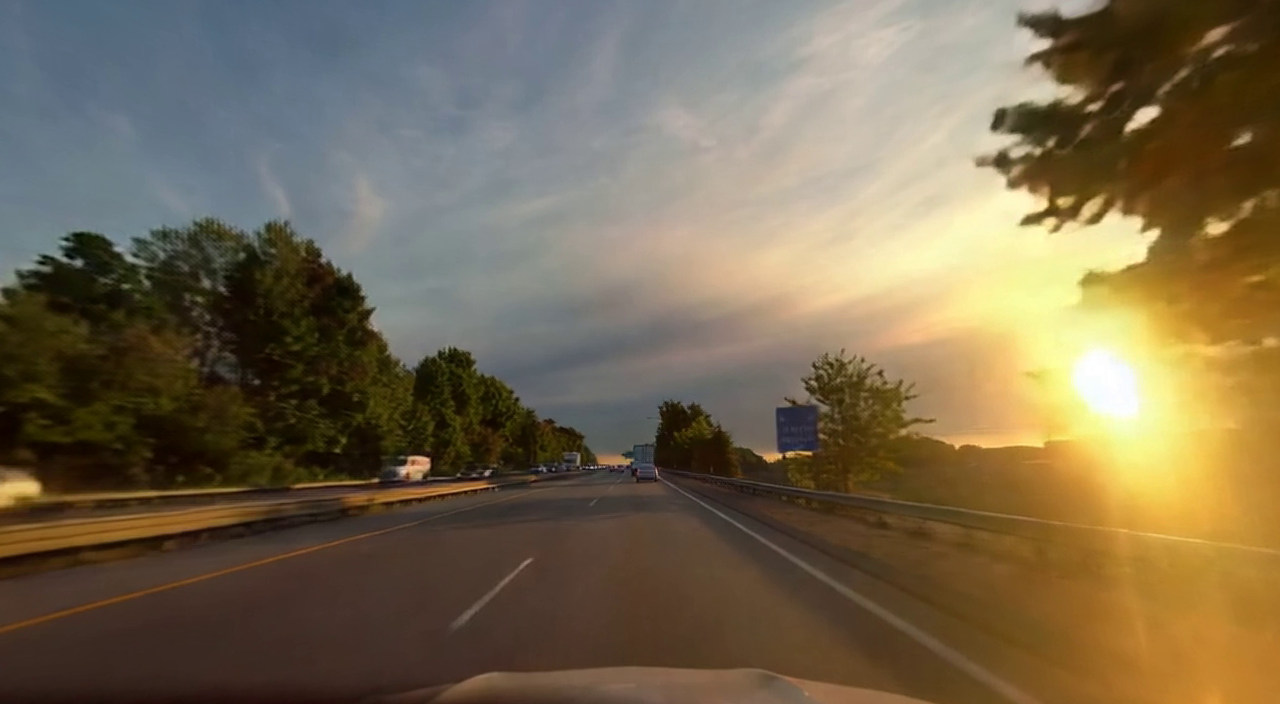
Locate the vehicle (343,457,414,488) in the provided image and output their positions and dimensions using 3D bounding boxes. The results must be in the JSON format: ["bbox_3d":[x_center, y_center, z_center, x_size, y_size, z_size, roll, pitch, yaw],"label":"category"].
[{"bbox_3d":[-16.329,7.573,39.674,2.028,1.777,5.635,1,-10,0],"label":"vehicle"}]

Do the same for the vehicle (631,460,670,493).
[{"bbox_3d":[0.561,6.956,35.280,2.048,1.663,4.377,1,-10,0],"label":"vehicle"}]
